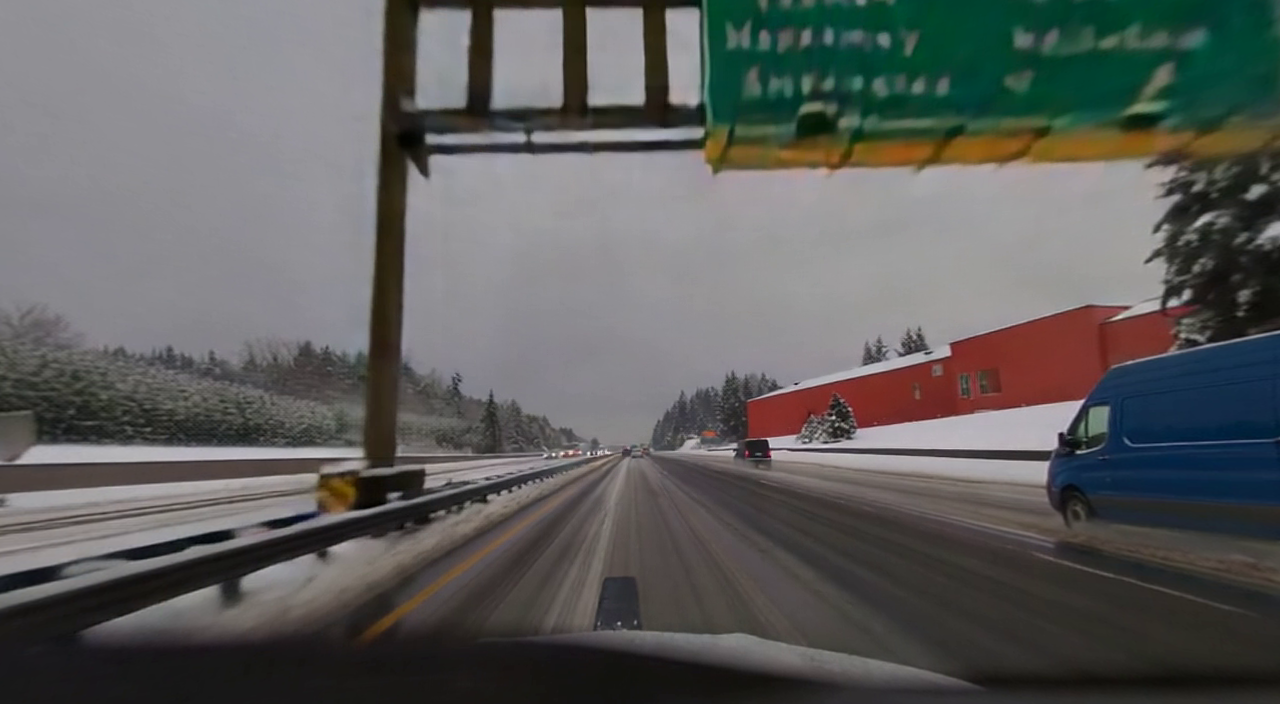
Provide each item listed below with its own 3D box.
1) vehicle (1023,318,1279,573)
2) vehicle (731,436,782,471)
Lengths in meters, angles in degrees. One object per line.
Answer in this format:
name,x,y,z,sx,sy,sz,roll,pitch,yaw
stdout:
vehicle,7.799,1.137,7.660,2.283,2.631,6.053,0,-9,-1
vehicle,7.072,6.236,38.733,2.156,1.943,5.010,0,-9,-1
